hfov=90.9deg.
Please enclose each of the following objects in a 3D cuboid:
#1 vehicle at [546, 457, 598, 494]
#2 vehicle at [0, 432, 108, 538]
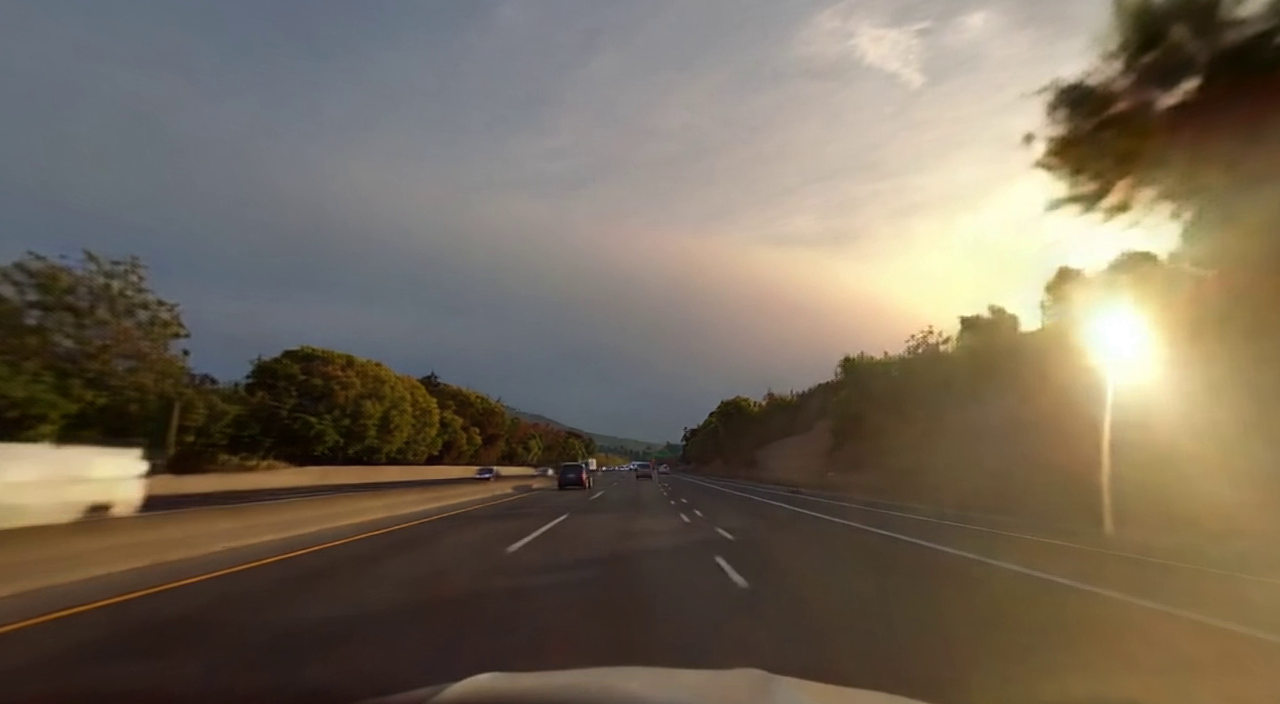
[{"bbox_3d":[-3.622,6.746,34.524,2.233,1.791,4.981,1,-10,1],"label":"vehicle"},{"bbox_3d":[-12.797,2.379,11.302,2.301,1.905,4.663,1,-10,0],"label":"vehicle"}]
